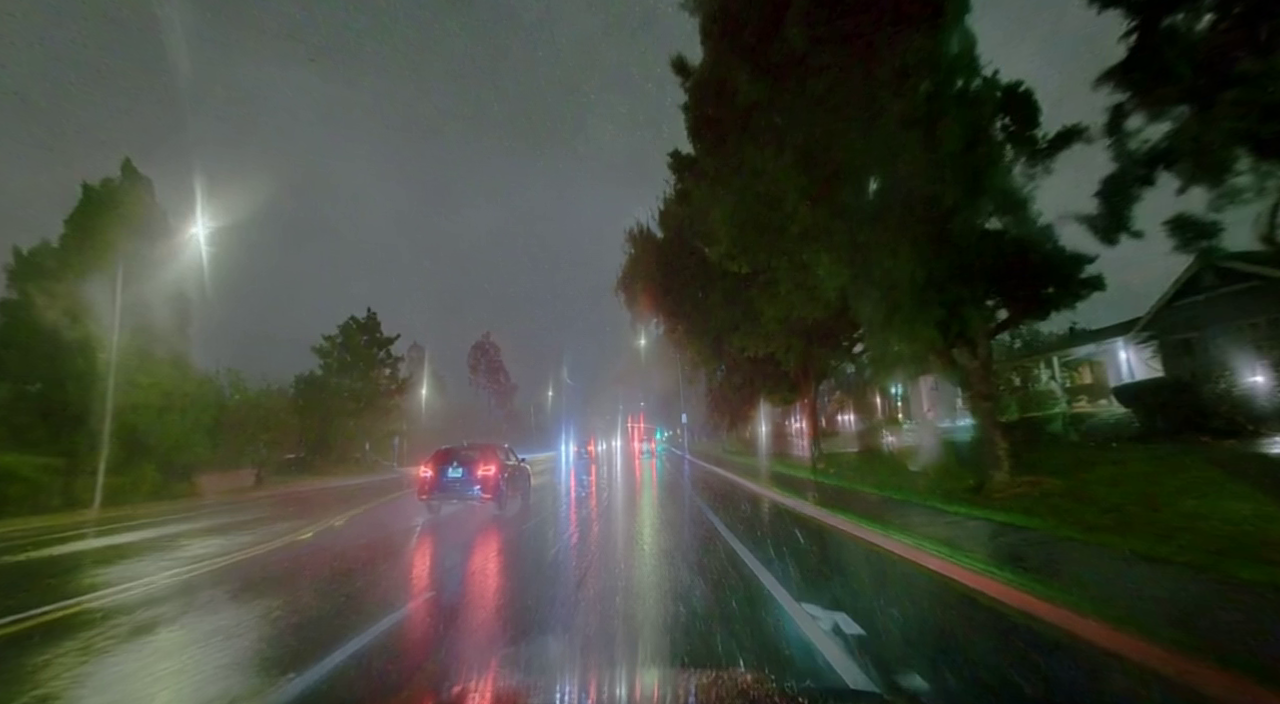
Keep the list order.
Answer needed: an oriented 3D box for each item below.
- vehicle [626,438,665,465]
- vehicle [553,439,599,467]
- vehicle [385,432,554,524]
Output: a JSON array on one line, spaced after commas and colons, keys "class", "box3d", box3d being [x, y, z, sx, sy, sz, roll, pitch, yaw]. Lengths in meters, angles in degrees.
[{"class": "vehicle", "box3d": [0.277, 5.639, 35.822, 2.065, 1.456, 4.099, 0, -8, 0]}, {"class": "vehicle", "box3d": [-3.545, 5.678, 35.624, 2.114, 1.500, 3.912, 0, -8, 1]}, {"class": "vehicle", "box3d": [-3.082, 2.373, 12.484, 2.030, 1.467, 4.403, 0, -8, 1]}]
